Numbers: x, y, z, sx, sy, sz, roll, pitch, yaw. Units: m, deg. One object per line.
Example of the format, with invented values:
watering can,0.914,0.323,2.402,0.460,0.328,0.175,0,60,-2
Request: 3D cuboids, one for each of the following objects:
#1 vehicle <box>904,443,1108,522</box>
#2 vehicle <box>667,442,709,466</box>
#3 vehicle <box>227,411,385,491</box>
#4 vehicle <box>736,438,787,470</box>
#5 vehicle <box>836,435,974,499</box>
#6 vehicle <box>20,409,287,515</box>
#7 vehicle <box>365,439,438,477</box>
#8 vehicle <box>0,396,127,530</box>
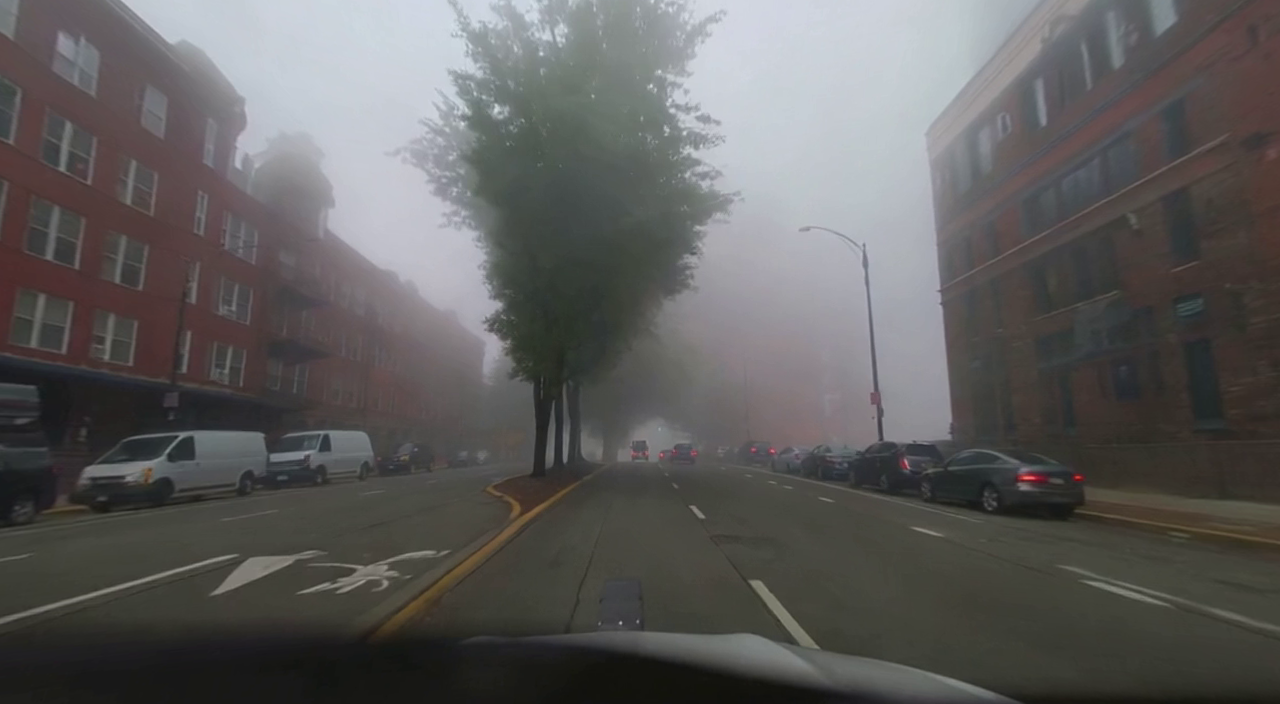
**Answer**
vehicle,7.983,2.861,14.455,1.817,1.467,4.644,-1,-9,-1
vehicle,3.110,6.768,42.065,2.238,1.499,4.964,0,-8,-2
vehicle,-14.461,4.382,28.171,3.047,3.098,6.783,0,-9,2
vehicle,8.039,6.818,42.383,2.305,1.984,5.002,-1,-9,-1
vehicle,7.952,3.502,19.570,2.174,1.697,4.520,0,-9,-2
vehicle,-14.789,3.438,20.134,2.719,2.775,6.724,-1,-9,5
vehicle,-14.303,6.478,38.269,2.330,2.013,5.310,0,-12,-1
vehicle,-14.599,2.355,13.349,2.557,2.759,5.693,0,-8,0
